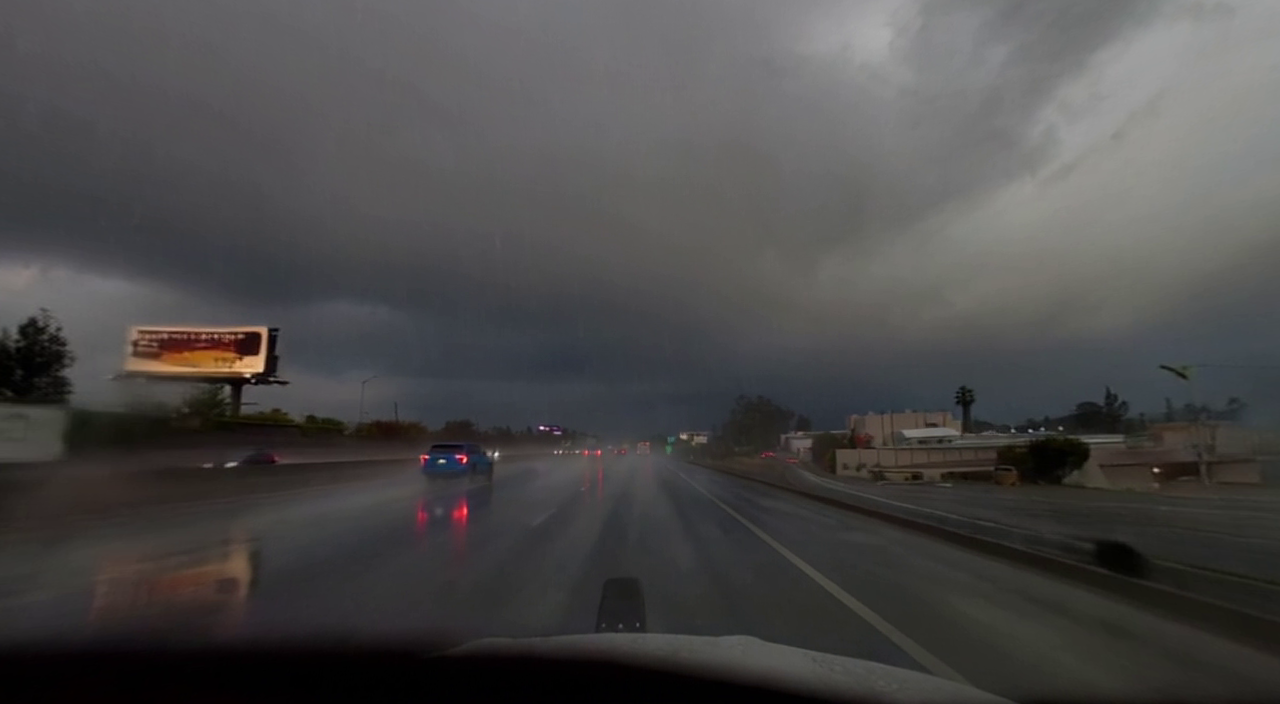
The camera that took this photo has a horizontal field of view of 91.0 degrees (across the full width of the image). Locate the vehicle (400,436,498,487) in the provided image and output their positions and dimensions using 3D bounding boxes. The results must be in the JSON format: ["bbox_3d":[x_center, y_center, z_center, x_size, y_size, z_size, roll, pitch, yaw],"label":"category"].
[{"bbox_3d":[-6.973,4.061,23.597,2.055,1.683,4.804,0,-9,1],"label":"vehicle"}]

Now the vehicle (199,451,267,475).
[{"bbox_3d":[-28.249,7.682,43.831,1.867,1.523,4.175,0,-9,1],"label":"vehicle"}]
